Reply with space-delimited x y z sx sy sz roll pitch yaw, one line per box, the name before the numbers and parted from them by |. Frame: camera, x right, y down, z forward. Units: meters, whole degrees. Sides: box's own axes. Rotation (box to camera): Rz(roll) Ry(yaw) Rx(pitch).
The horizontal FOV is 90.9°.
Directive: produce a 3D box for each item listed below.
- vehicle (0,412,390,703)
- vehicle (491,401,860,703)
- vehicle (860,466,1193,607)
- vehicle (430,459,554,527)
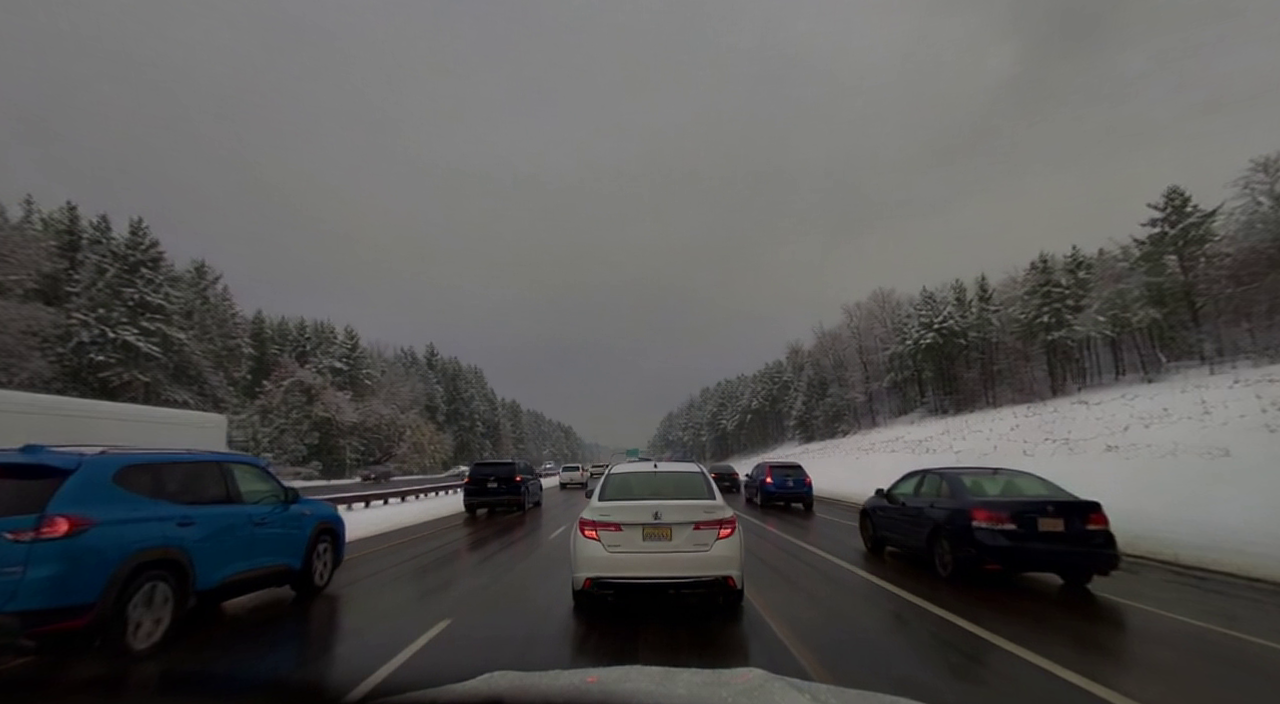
vehicle | -3.920 1.442 5.064 1.994 1.556 4.263 1 -11 1
vehicle | 0.182 1.536 5.682 2.057 1.725 4.126 1 -11 -1
vehicle | 4.686 2.282 8.602 1.870 1.382 4.287 1 -11 1
vehicle | -3.681 3.636 16.695 1.960 1.502 4.593 0 -11 3
